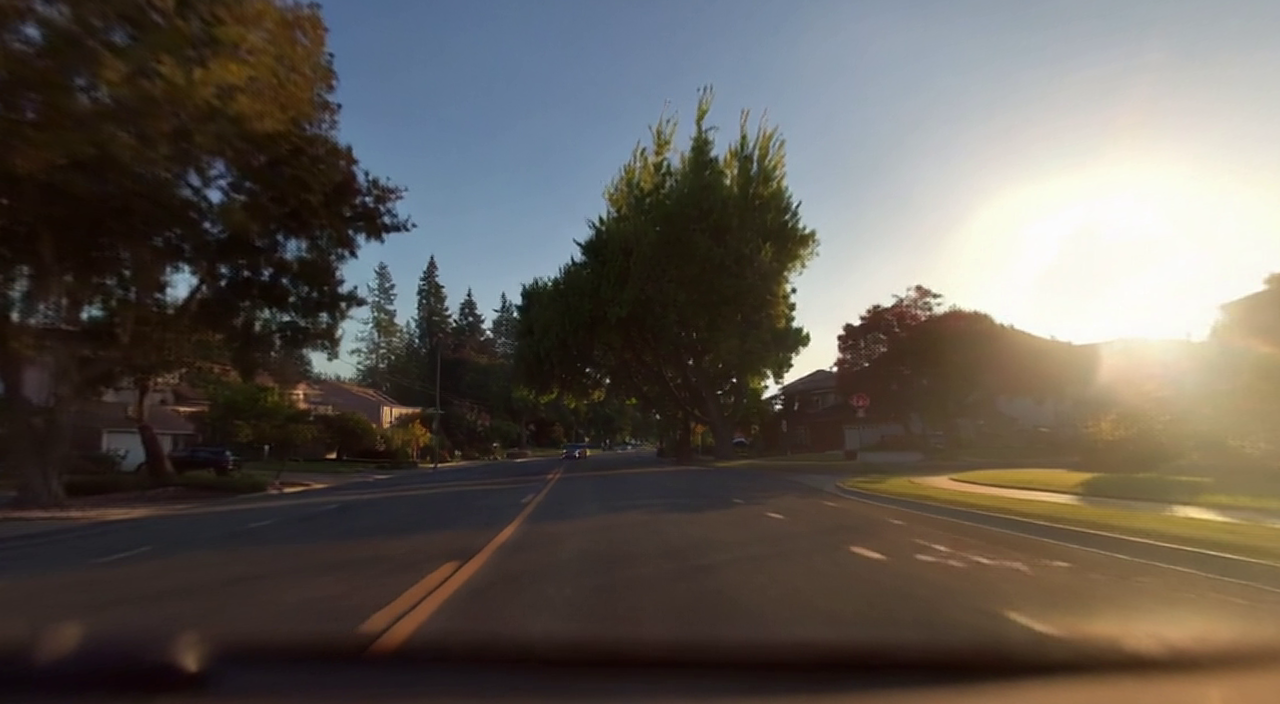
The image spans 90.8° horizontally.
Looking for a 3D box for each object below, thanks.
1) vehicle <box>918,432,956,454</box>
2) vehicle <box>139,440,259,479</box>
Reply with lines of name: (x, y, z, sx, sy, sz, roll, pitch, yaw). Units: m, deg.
vehicle: (23.167, 7.114, 49.421, 2.000, 1.594, 4.976, -4, -9, 18)
vehicle: (-21.133, 5.152, 30.427, 4.050, 1.755, 2.243, 1, -8, -2)
